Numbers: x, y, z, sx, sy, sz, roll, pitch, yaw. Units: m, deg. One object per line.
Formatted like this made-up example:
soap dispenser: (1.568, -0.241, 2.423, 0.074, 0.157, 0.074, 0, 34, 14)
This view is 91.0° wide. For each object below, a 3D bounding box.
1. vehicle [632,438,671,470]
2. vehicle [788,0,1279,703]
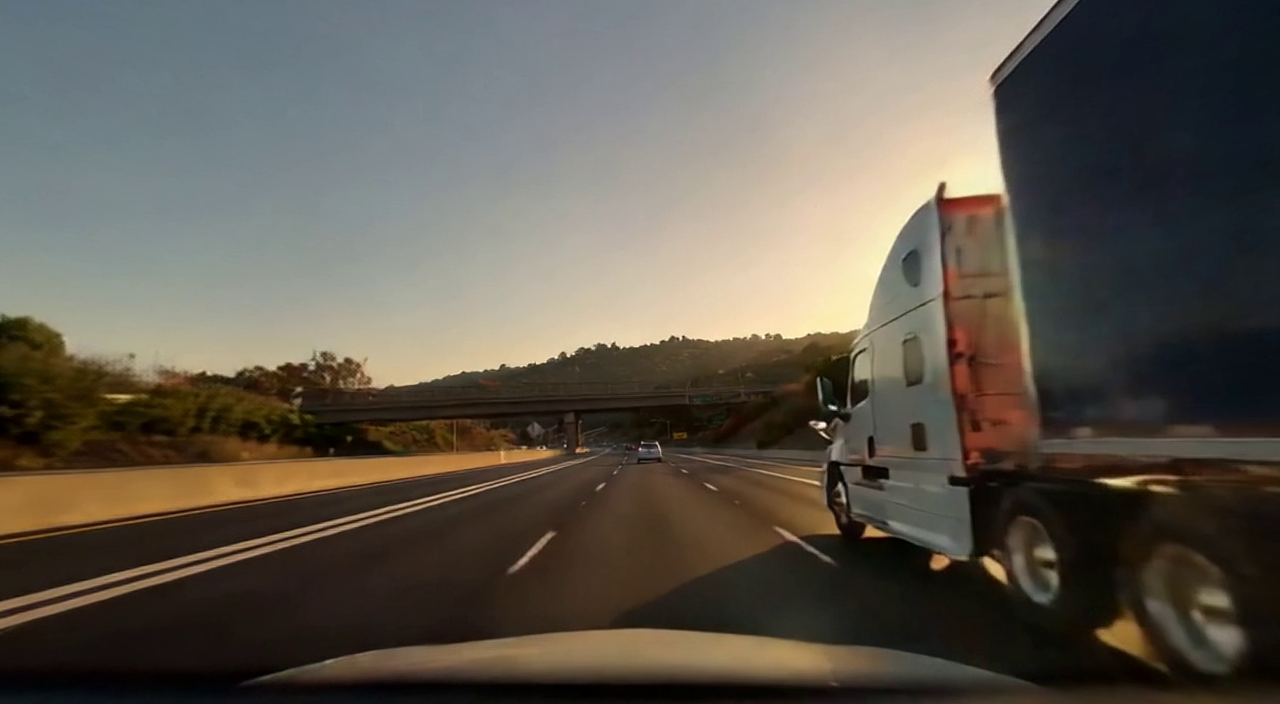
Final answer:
vehicle: (0.611, 5.630, 34.861, 2.050, 1.654, 4.192, 0, -8, 0)
vehicle: (4.093, 0.162, 5.479, 3.027, 3.903, 10.307, 0, -8, 0)
